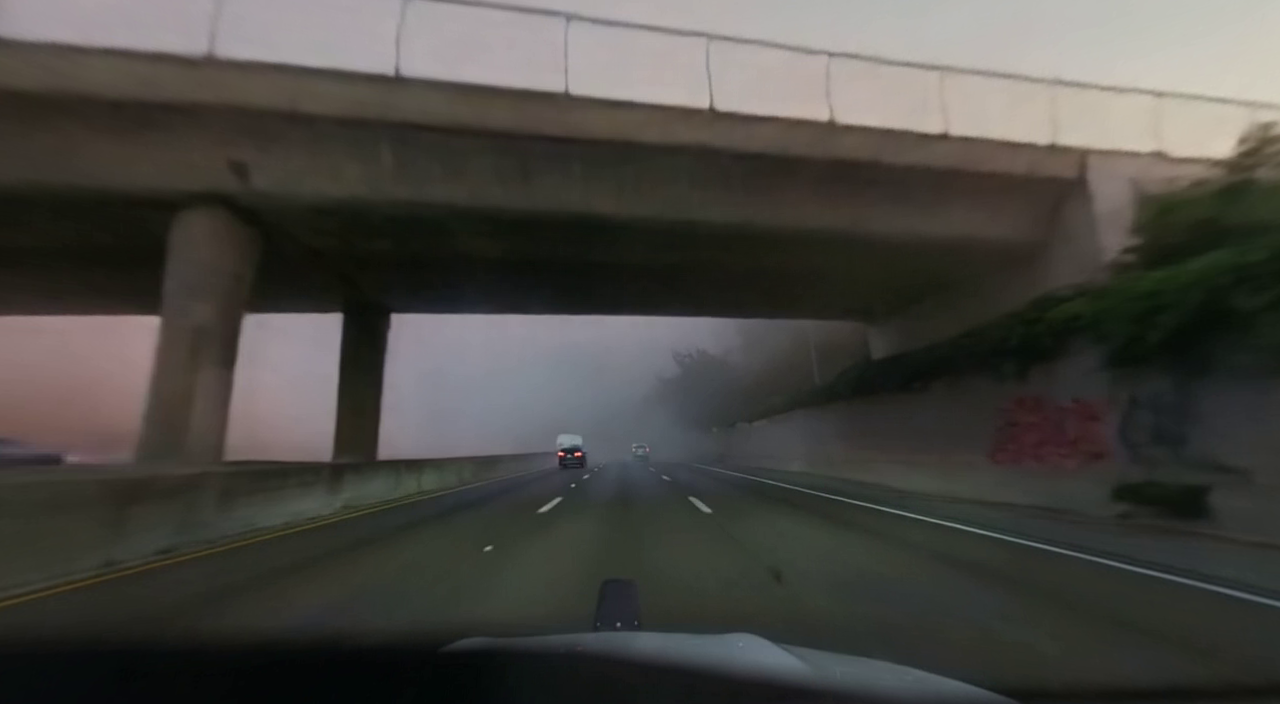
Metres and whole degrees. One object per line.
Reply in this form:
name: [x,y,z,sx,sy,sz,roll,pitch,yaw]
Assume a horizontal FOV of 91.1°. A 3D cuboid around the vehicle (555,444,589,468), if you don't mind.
vehicle: [-4.331,6.711,40.563,1.871,1.459,3.771,0,-9,-1]
